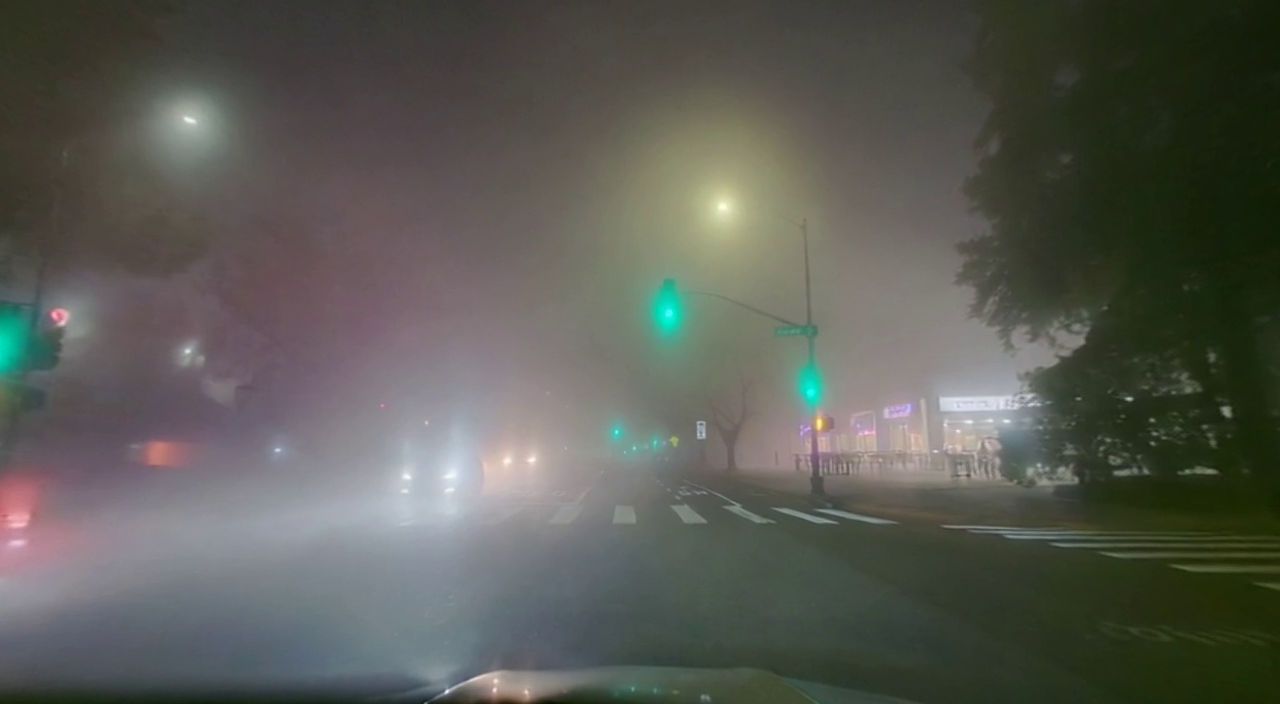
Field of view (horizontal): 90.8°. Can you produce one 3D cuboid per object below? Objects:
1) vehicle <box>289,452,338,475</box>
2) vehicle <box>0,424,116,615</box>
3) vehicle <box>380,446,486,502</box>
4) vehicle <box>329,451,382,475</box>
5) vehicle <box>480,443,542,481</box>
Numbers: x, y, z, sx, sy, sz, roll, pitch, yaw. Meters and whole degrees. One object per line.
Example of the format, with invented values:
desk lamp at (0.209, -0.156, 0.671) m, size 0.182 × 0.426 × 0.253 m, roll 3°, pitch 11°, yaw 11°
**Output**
vehicle at (-23.583, 8.085, 45.817) m, size 1.739 × 1.373 × 3.759 m, roll 2°, pitch -6°, yaw -4°
vehicle at (-6.428, 1.244, 4.220) m, size 2.071 × 1.588 × 4.336 m, roll 0°, pitch -8°, yaw 1°
vehicle at (-6.653, 3.936, 20.910) m, size 2.019 × 1.596 × 4.608 m, roll 0°, pitch -8°, yaw -1°
vehicle at (-20.990, 8.176, 46.755) m, size 1.981 × 1.510 × 4.439 m, roll 0°, pitch -7°, yaw -2°
vehicle at (-7.096, 6.113, 35.396) m, size 2.545 × 1.943 × 5.168 m, roll 0°, pitch -8°, yaw -2°
